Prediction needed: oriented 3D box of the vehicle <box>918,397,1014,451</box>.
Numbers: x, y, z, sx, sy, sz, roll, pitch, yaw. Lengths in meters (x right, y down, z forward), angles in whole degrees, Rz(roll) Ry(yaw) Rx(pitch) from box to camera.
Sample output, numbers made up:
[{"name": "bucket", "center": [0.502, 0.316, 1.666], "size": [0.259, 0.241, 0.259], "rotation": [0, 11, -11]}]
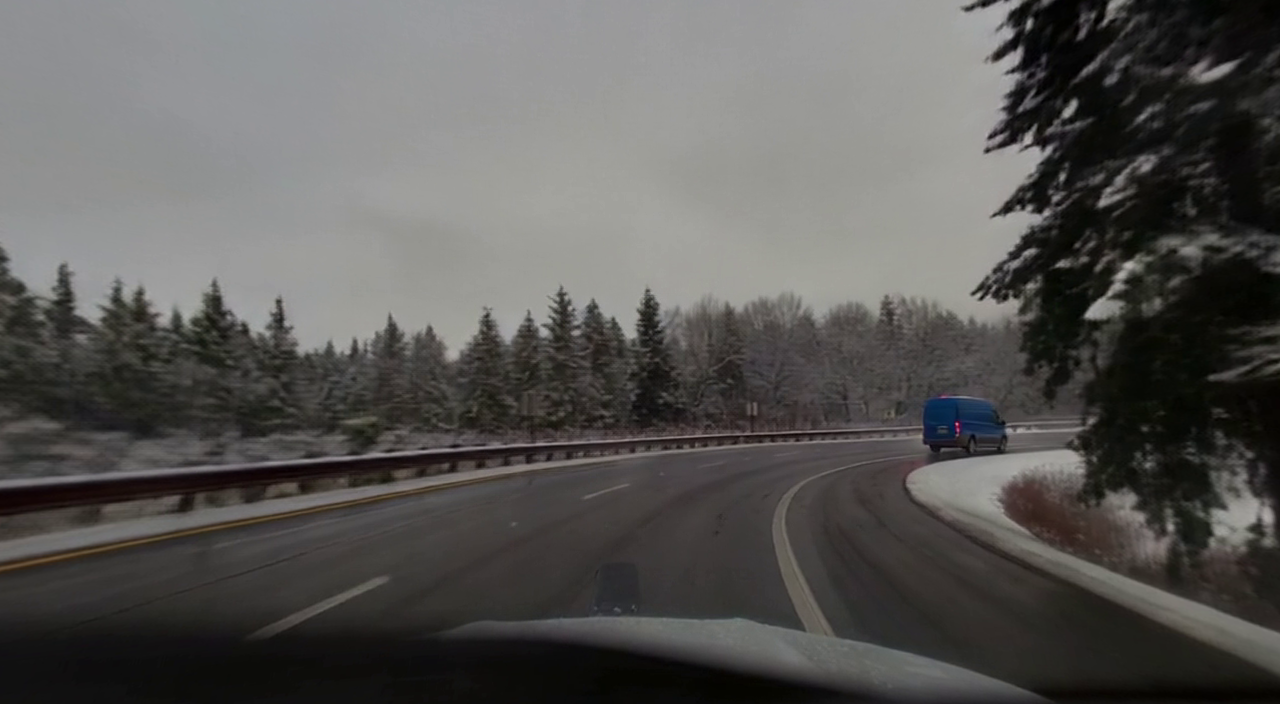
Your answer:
[{"name": "vehicle", "center": [17.008, 3.788, 32.770], "size": [5.330, 2.577, 2.352], "rotation": [6, -10, -39]}]
